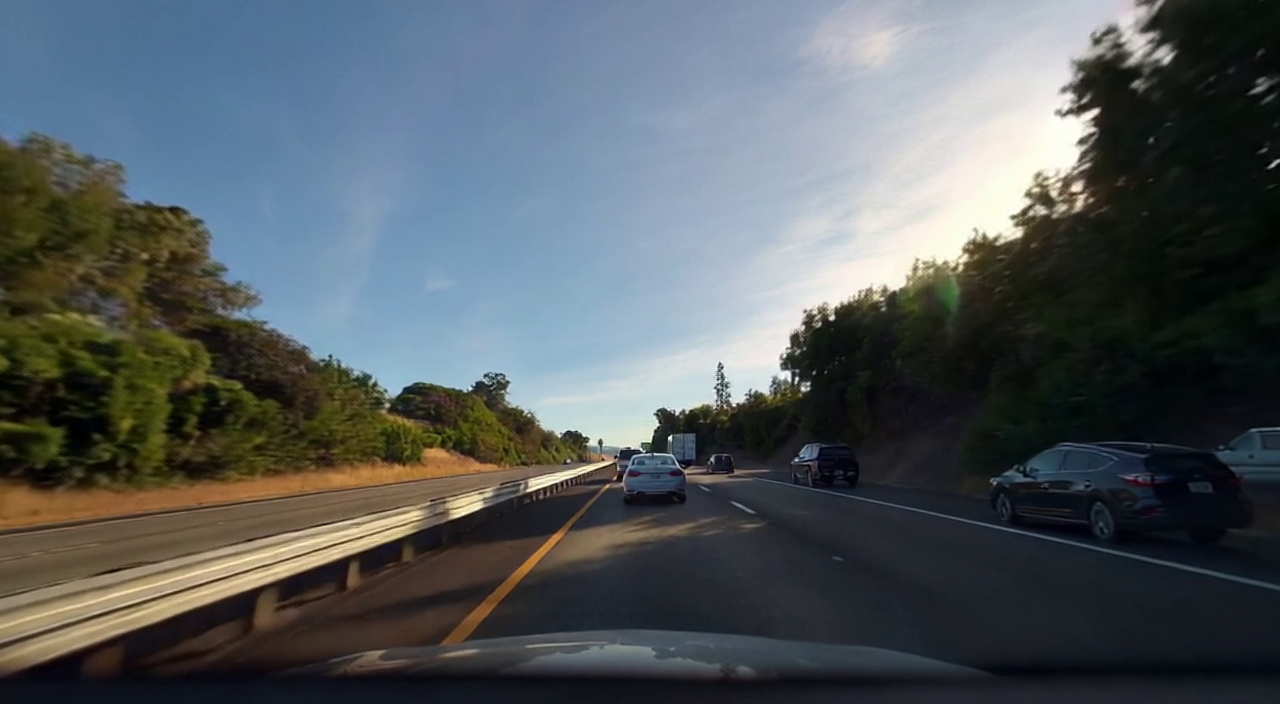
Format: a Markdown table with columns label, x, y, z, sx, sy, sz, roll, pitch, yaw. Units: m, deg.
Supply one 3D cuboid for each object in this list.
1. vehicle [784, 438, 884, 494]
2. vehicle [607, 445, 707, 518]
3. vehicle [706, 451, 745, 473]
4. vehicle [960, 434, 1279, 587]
| label | x | y | z | sx | sy | sz | roll | pitch | yaw |
| --- | --- | --- | --- | --- | --- | --- | --- | --- | --- |
| vehicle | 6.523 | 3.889 | 21.794 | 1.980 | 1.702 | 4.235 | 0 | -9 | -2 |
| vehicle | 0.315 | 3.003 | 15.052 | 2.076 | 1.485 | 3.774 | 0 | -9 | -1 |
| vehicle | 6.044 | 7.803 | 44.945 | 1.921 | 1.451 | 3.841 | 0 | -9 | -4 |
| vehicle | 6.306 | 1.886 | 8.304 | 1.965 | 1.484 | 4.090 | 0 | -9 | 0 |
